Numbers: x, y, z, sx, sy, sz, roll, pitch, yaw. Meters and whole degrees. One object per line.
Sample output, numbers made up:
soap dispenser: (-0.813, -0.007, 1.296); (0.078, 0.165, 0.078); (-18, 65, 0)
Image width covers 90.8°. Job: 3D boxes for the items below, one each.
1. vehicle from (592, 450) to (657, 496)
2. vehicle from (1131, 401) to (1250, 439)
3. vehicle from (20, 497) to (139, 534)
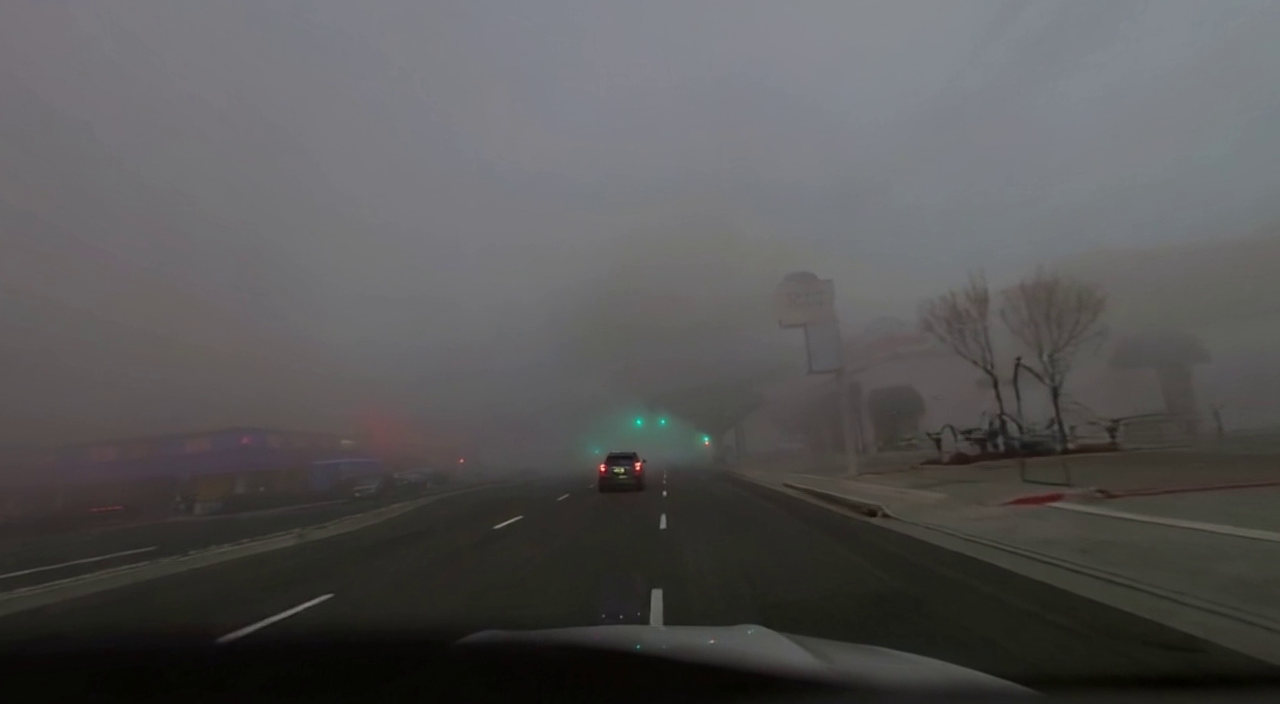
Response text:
vehicle: (-0.469, 4.234, 22.445); (1.977, 1.451, 4.032); (-1, -9, 3)
vehicle: (27.649, 3.496, 31.971); (1.965, 1.693, 4.635); (-1, -9, 3)
vehicle: (-30.118, 8.770, 34.137); (1.817, 1.485, 4.436); (-3, -9, 13)
